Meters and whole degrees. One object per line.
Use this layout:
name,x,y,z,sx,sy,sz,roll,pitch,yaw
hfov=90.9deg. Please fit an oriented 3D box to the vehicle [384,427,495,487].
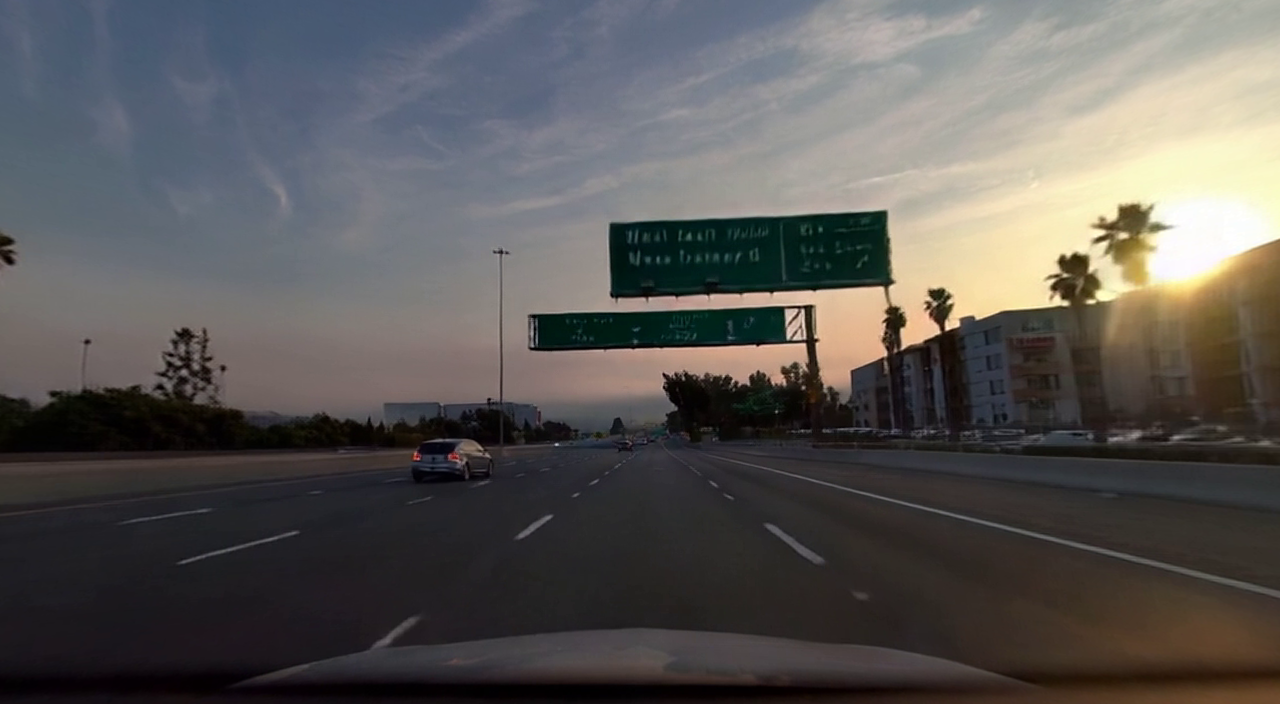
vehicle,-6.676,3.556,21.689,2.145,1.793,4.762,0,-8,1
